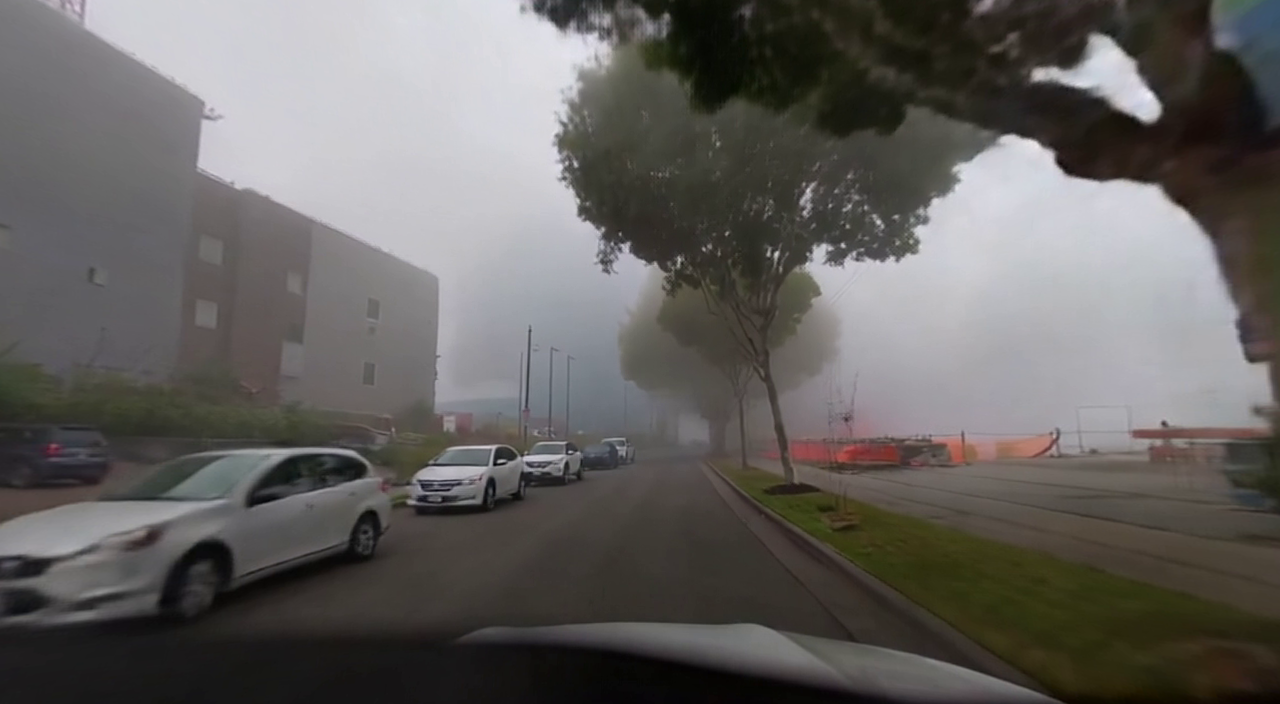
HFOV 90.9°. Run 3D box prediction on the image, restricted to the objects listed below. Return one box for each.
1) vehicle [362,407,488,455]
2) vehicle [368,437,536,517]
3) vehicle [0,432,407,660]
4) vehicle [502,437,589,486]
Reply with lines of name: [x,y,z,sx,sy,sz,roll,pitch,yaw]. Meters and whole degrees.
vehicle: [-11.654,4.346,34.362,6.039,2.449,2.273,-2,-8,10]
vehicle: [-3.746,2.544,13.528,1.996,1.411,4.370,-1,-8,4]
vehicle: [-4.025,1.527,6.108,1.806,1.451,3.878,-1,-8,4]
vehicle: [-3.021,3.585,21.065,1.948,1.460,4.394,-1,-8,4]
